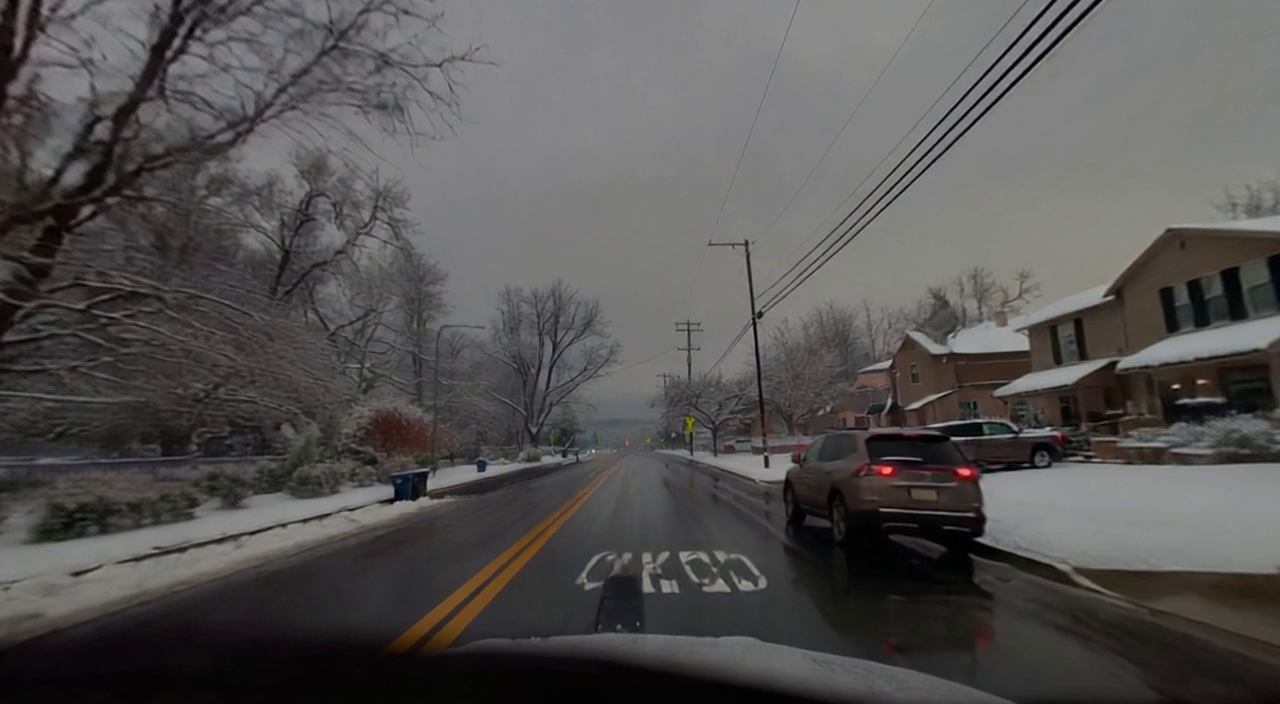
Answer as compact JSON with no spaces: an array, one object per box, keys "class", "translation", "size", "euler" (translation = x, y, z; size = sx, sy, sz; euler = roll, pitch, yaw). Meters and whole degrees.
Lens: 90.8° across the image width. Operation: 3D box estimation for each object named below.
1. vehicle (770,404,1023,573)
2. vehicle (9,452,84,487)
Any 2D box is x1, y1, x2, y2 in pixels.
[{"class":"vehicle","translation":[3.429,1.873,9.439],"size":[1.949,1.807,4.224],"euler":[4,-8,-1]},{"class":"vehicle","translation":[-29.110,5.686,30.931],"size":[4.558,1.495,1.925],"euler":[-7,-10,38]}]
